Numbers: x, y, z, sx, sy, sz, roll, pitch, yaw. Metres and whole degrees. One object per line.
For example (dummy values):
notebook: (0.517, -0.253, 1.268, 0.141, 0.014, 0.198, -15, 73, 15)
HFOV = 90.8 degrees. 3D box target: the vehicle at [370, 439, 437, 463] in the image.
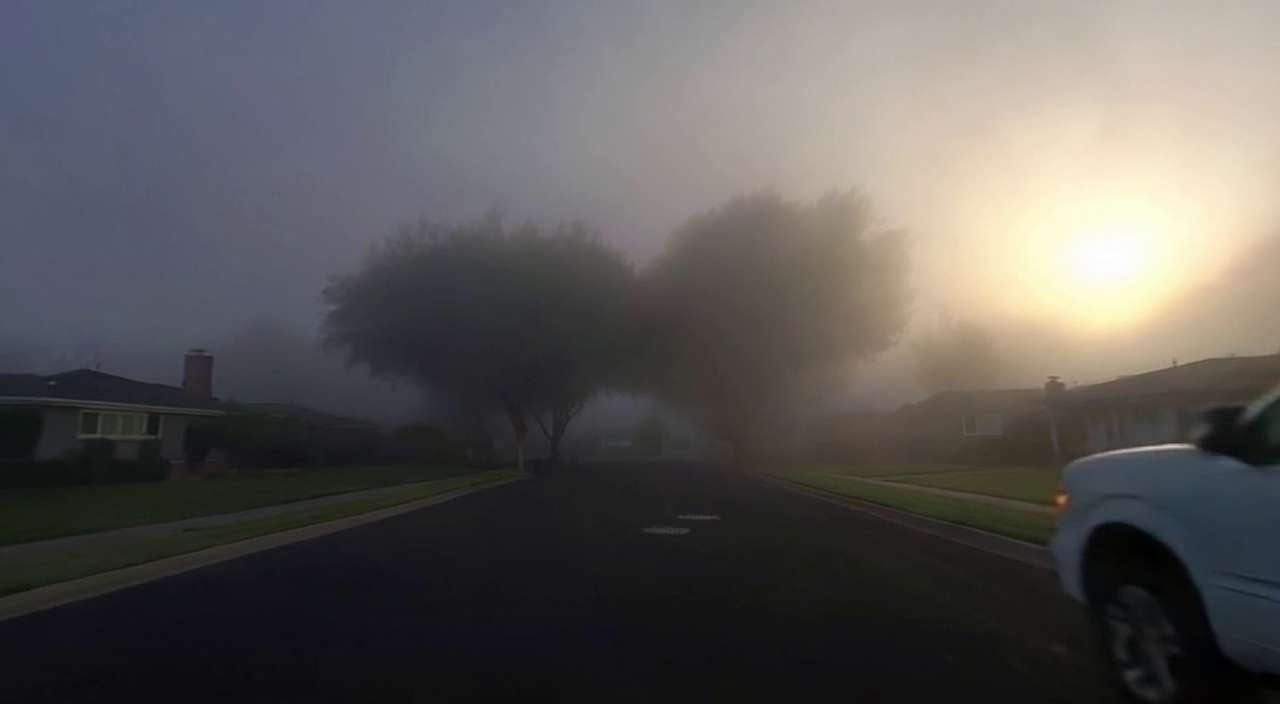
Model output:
vehicle: (-18.563, 7.794, 49.748, 4.359, 1.789, 2.123, 0, -10, 1)

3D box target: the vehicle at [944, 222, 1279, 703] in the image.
vehicle: (3.714, 0.450, 1.042, 2.789, 2.206, 7.420, 0, -9, 1)
